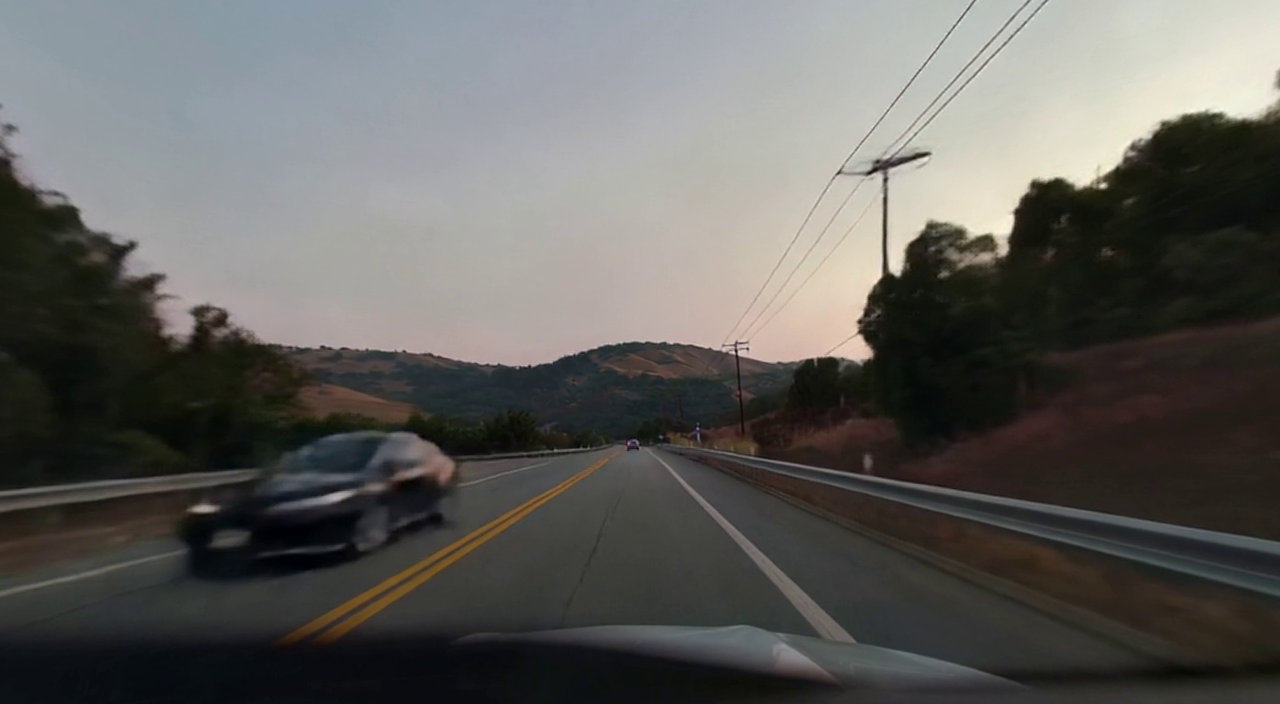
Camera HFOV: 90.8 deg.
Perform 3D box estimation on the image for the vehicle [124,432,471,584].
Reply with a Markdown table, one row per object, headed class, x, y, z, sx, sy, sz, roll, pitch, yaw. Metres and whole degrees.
| class | x | y | z | sx | sy | sz | roll | pitch | yaw |
| --- | --- | --- | --- | --- | --- | --- | --- | --- | --- |
| vehicle | -3.993 | 1.895 | 8.590 | 2.074 | 1.472 | 4.658 | 0 | -9 | 1 |
